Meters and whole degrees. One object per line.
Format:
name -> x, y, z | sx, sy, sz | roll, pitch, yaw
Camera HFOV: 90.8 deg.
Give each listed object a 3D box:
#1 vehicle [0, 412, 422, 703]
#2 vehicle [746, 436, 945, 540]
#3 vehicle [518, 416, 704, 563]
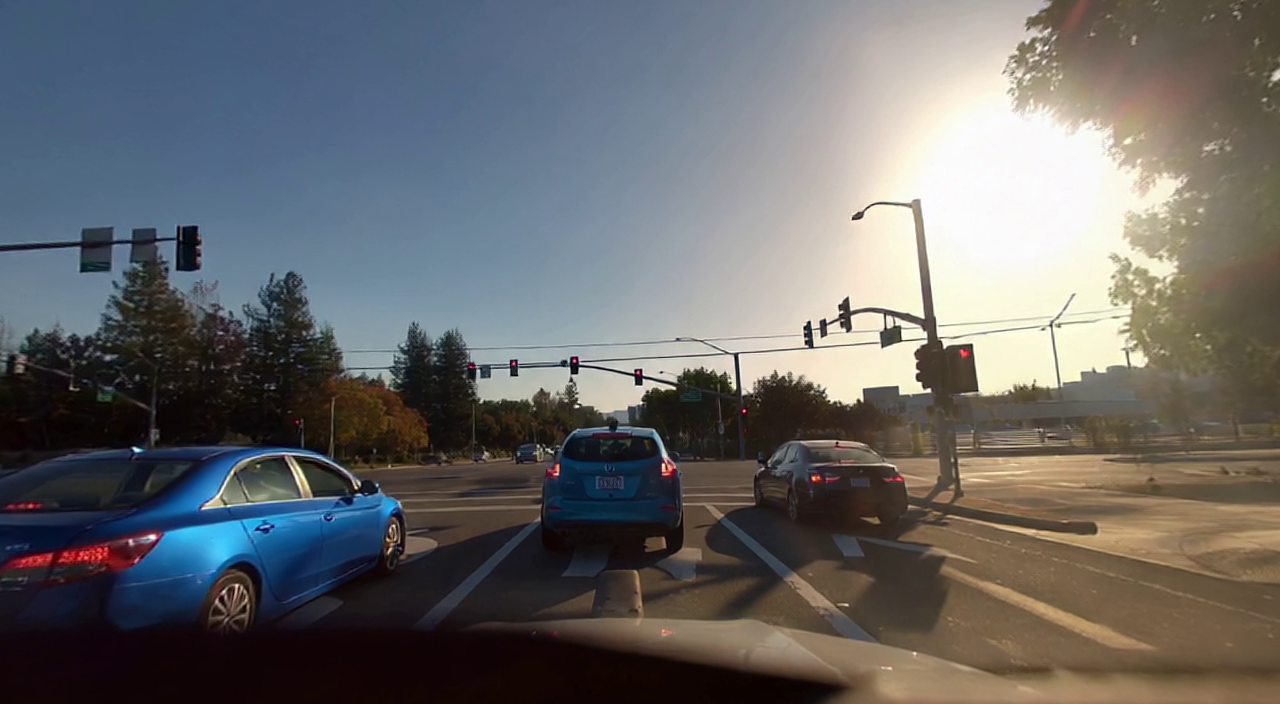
vehicle -> -3.577, 1.339, 5.077 | 2.052, 1.472, 4.479 | 0, -8, 0
vehicle -> 3.275, 2.247, 11.175 | 1.970, 1.449, 4.433 | 0, -8, -1
vehicle -> -0.344, 1.806, 8.961 | 2.038, 1.599, 3.844 | 0, -8, -1
